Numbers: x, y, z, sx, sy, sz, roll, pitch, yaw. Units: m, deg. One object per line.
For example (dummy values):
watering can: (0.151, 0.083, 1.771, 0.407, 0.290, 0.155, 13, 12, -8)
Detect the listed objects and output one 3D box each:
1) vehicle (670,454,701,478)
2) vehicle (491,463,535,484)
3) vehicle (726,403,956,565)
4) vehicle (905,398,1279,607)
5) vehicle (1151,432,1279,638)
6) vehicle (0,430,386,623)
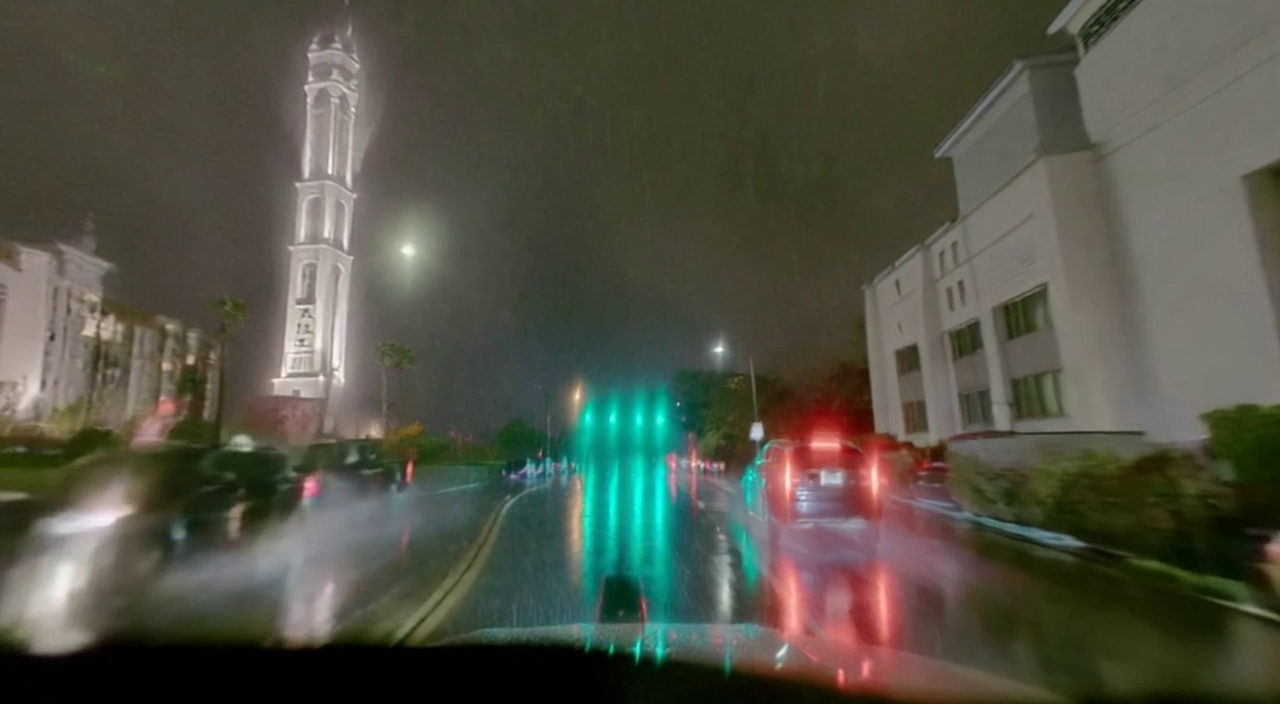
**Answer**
vehicle: (3.325, 8.496, 47.156, 2.196, 1.655, 3.939, -1, -9, 3)
vehicle: (-9.197, 8.879, 46.295, 2.118, 1.305, 4.687, -2, -9, 2)
vehicle: (2.636, 1.855, 9.571, 1.995, 1.858, 4.333, 0, -9, 0)
vehicle: (5.694, 1.808, 8.563, 2.111, 2.007, 4.761, 0, -9, 0)
vehicle: (5.447, 1.012, 2.742, 2.166, 1.399, 5.177, 0, -8, 0)
vehicle: (-5.162, 1.733, 7.442, 2.153, 1.469, 4.939, -1, -9, 2)
